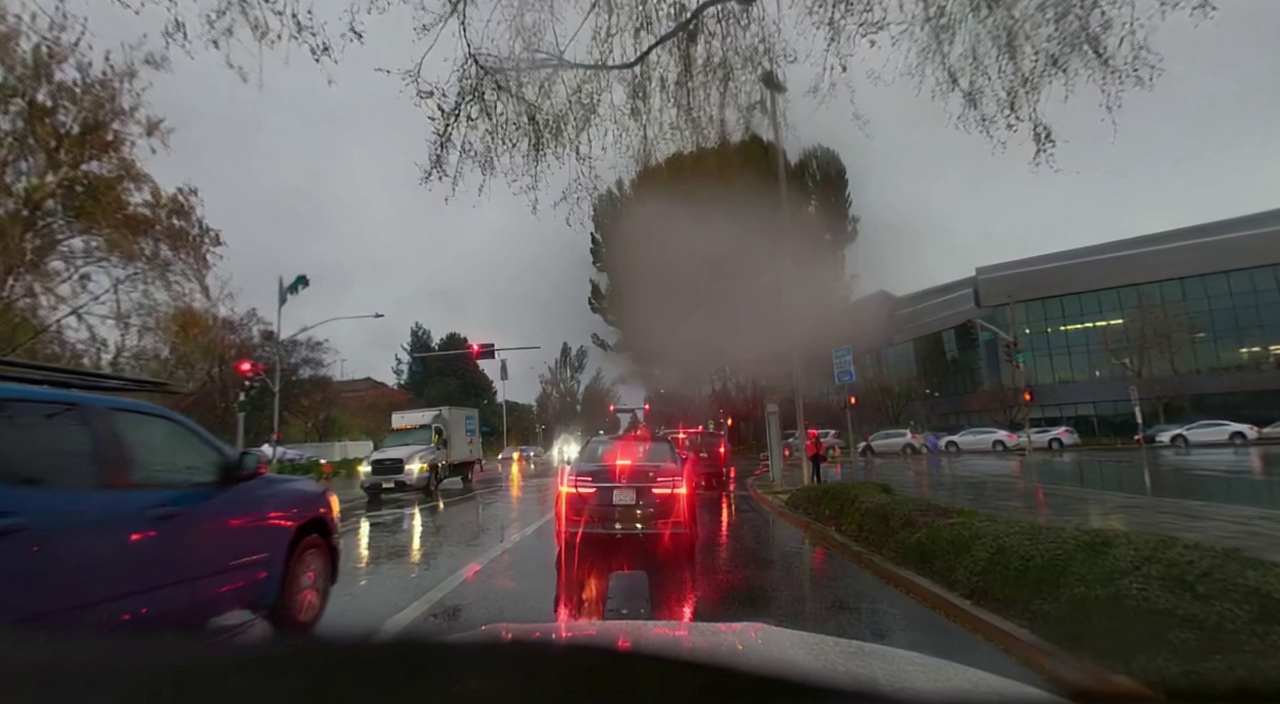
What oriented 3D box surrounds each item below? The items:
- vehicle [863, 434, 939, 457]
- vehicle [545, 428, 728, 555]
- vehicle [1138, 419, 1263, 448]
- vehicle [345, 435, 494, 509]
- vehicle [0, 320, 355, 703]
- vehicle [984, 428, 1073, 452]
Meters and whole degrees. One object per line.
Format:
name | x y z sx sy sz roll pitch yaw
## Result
vehicle | 17.509 6.262 42.120 4.441 1.452 1.798 -5 -10 30
vehicle | -0.031 1.992 9.632 2.182 1.501 4.150 0 -9 0
vehicle | 30.719 4.546 34.625 4.739 1.472 1.804 -5 -10 29
vehicle | -6.132 3.406 18.347 2.230 1.811 5.183 -1 -9 3
vehicle | -3.555 0.843 2.679 2.223 1.826 4.990 0 -9 1
vehicle | 23.851 5.454 38.706 4.454 1.440 1.816 -5 -10 30
